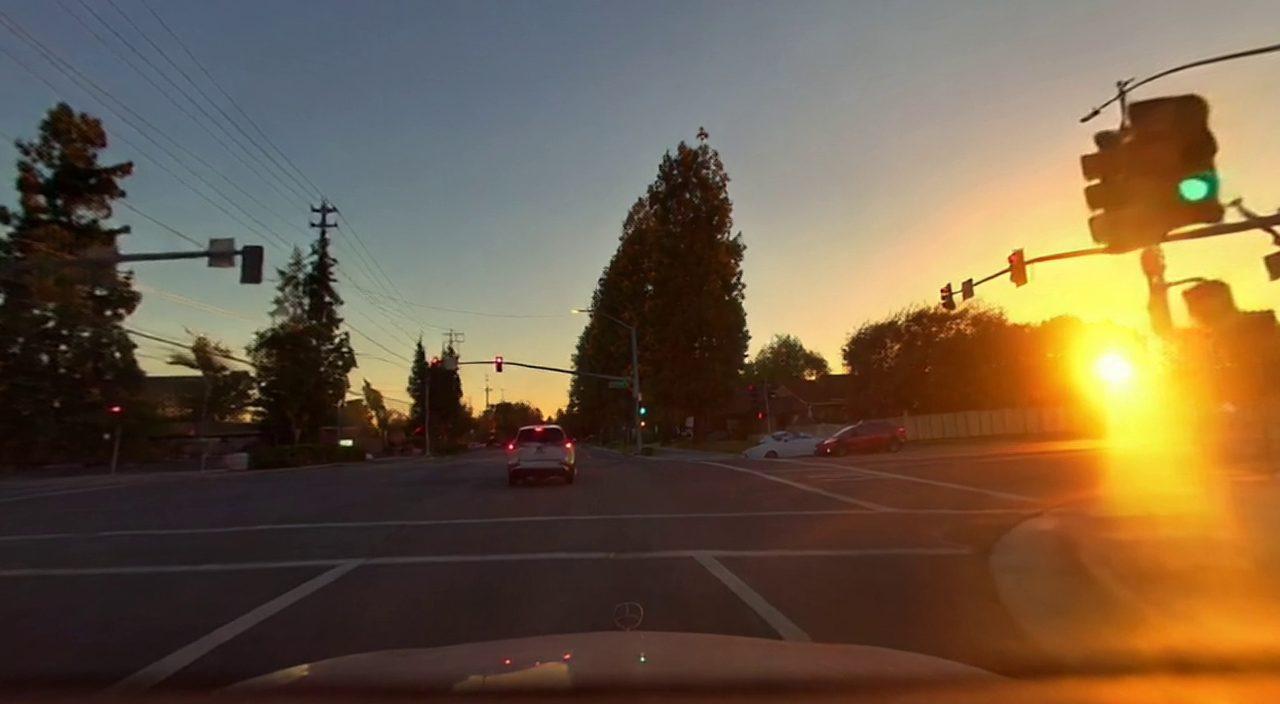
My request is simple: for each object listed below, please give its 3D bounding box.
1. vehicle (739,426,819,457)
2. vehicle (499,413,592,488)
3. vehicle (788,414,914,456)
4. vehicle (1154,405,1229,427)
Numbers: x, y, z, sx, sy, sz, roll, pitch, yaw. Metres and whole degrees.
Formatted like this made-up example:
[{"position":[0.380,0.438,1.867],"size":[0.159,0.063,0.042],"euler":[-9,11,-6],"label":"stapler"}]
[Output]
[{"position":[7.524,4.896,34.340],"size":[3.990,1.548,1.780],"euler":[-1,-8,4],"label":"vehicle"},{"position":[-2.587,2.857,18.425],"size":[2.300,1.868,4.690],"euler":[0,-8,-4],"label":"vehicle"},{"position":[9.870,3.909,29.632],"size":[5.149,1.725,1.964],"euler":[-1,-8,-5],"label":"vehicle"},{"position":[38.934,4.559,44.360],"size":[3.805,1.451,1.641],"euler":[0,-8,-3],"label":"vehicle"}]
